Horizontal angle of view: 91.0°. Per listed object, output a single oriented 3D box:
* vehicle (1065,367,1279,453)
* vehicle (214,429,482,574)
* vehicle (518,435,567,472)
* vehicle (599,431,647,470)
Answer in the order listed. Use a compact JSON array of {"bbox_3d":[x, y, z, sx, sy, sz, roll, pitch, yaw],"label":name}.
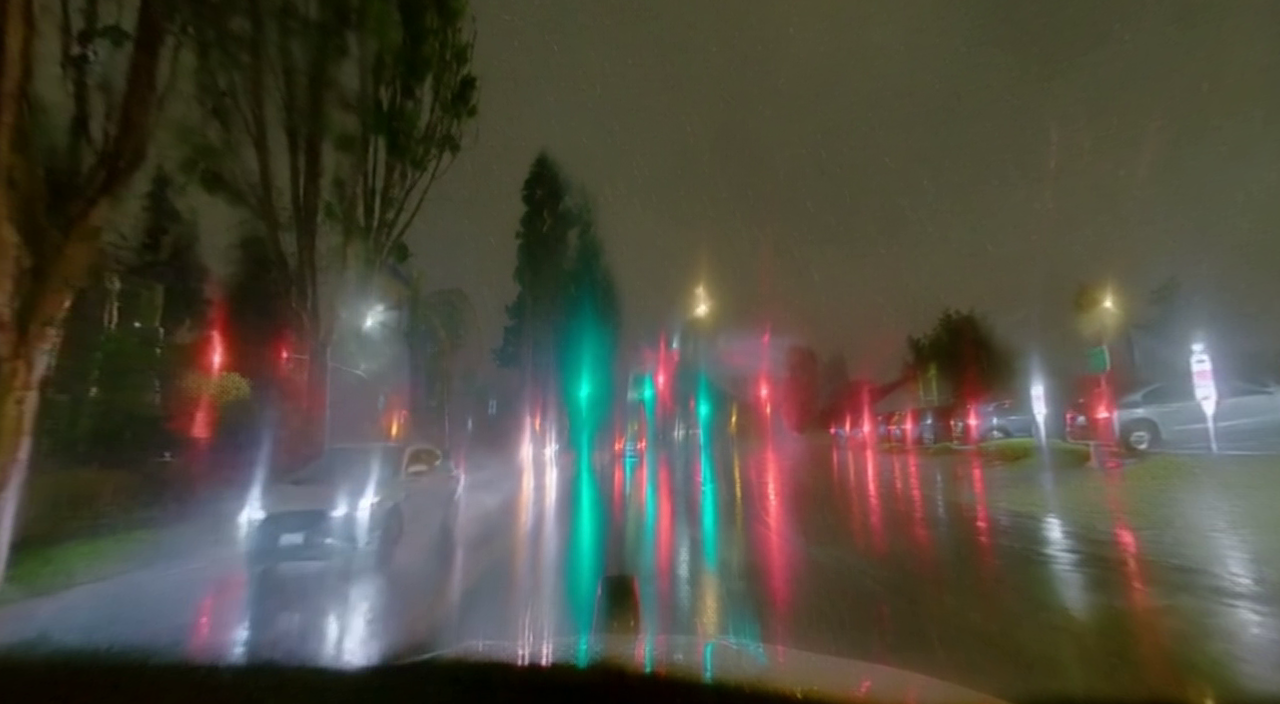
[{"bbox_3d":[11.960,1.200,13.289,4.349,1.462,1.982,-5,-7,7],"label":"vehicle"},{"bbox_3d":[-3.580,1.855,8.562,1.973,1.512,3.524,0,-8,-1],"label":"vehicle"},{"bbox_3d":[-4.633,4.864,30.347,2.057,1.613,4.062,0,-8,-5],"label":"vehicle"},{"bbox_3d":[-0.754,4.599,29.620,2.142,1.686,3.816,0,-8,0],"label":"vehicle"}]
